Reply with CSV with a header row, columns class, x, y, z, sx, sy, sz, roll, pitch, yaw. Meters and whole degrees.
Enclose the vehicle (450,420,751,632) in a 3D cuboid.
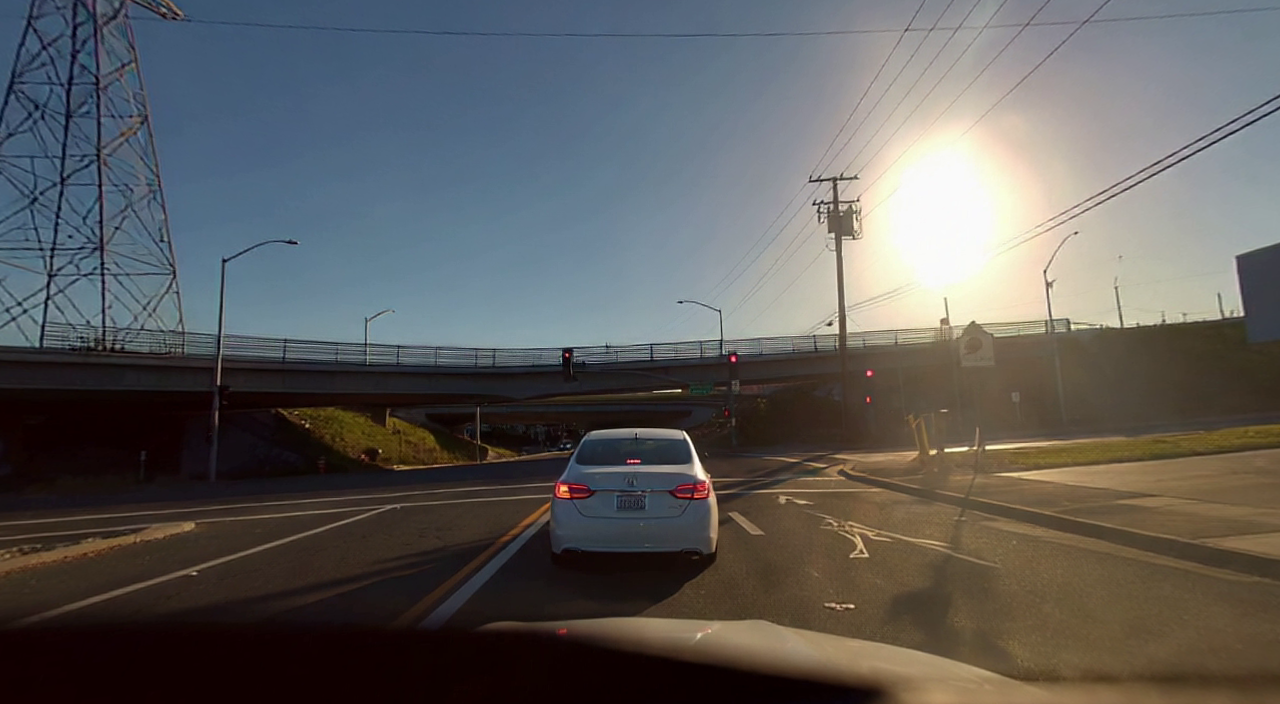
class,x,y,z,sx,sy,sz,roll,pitch,yaw
vehicle,-0.241,1.524,6.473,2.090,1.458,4.033,-1,-9,1
